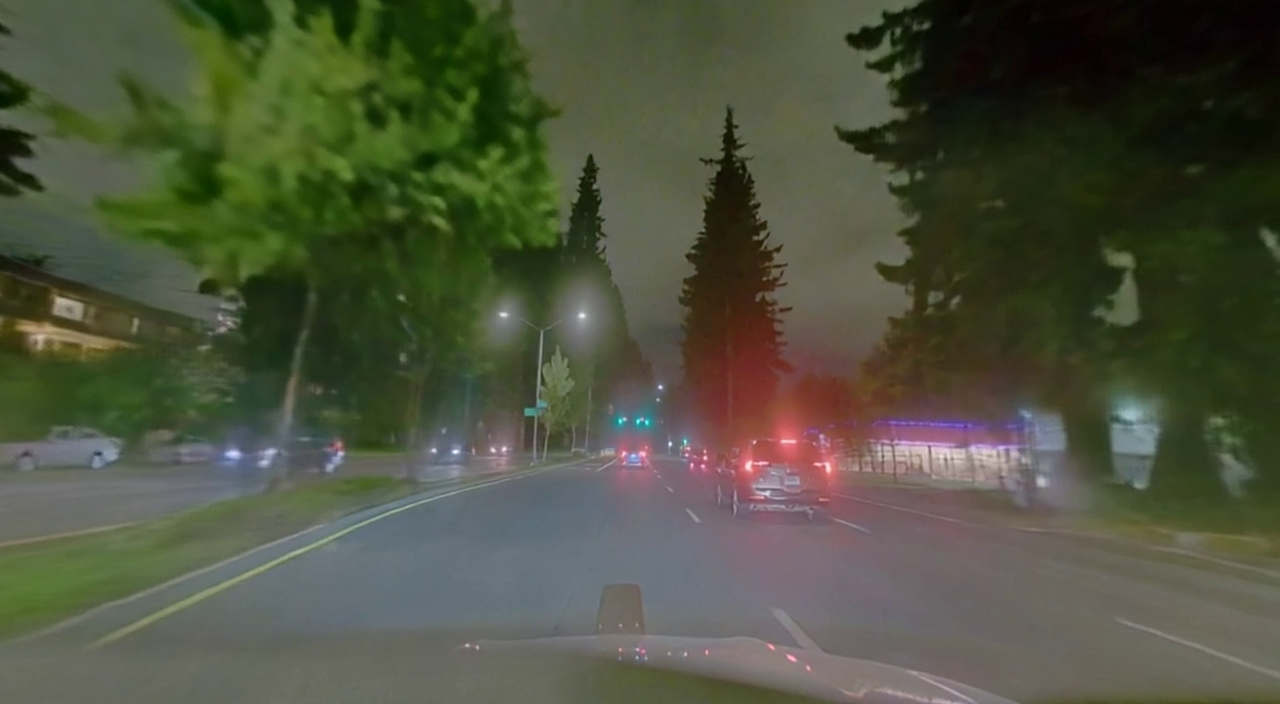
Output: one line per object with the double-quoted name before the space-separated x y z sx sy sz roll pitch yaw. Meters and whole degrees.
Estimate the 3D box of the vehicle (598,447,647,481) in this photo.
"vehicle" -0.741 5.110 29.118 2.119 1.460 3.847 0 -9 0

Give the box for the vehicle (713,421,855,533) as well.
"vehicle" 2.911 2.631 13.780 2.035 1.940 4.299 3 -9 -1

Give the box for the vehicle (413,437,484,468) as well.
"vehicle" -11.609 6.139 38.764 2.496 1.750 5.670 0 -9 1

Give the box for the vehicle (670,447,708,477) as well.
"vehicle" 2.943 6.697 38.588 1.922 1.708 4.126 0 -9 -1

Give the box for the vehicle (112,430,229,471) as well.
"vehicle" -19.400 4.111 26.368 1.780 1.546 4.060 0 -9 -1

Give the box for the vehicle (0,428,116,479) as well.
"vehicle" -19.240 3.150 19.655 1.913 1.417 4.592 0 -9 0

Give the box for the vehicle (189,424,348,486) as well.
"vehicle" -11.187 3.157 19.526 2.105 1.645 4.590 0 -9 0
